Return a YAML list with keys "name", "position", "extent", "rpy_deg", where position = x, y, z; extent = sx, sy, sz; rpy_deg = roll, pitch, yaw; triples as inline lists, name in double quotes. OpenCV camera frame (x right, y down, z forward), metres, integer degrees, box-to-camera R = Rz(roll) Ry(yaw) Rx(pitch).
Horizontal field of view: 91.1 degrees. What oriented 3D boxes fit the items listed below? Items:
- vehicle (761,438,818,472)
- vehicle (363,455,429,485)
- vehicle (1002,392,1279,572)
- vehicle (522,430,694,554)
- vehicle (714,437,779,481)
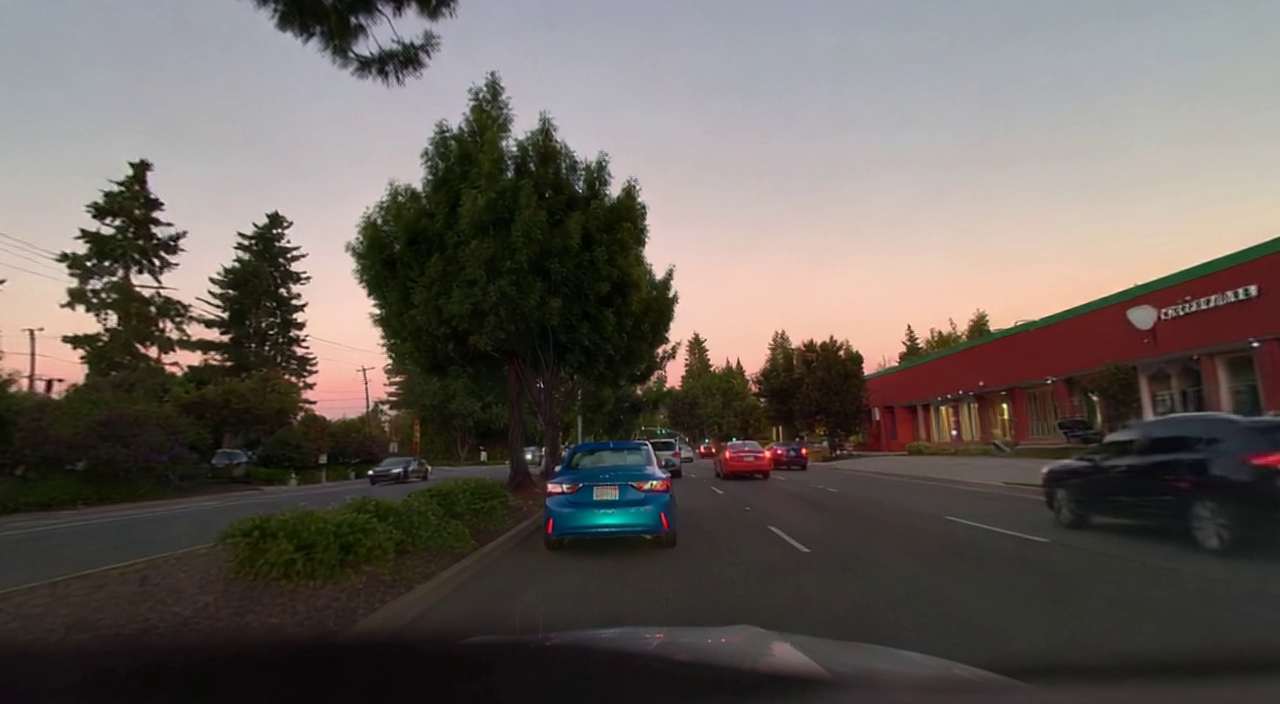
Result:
- name: "vehicle"
  position: [8.108, 5.637, 34.520]
  extent: [2.064, 1.747, 4.372]
  rpy_deg: [0, -8, 1]
- name: "vehicle"
  position: [-13.538, 6.554, 35.165]
  extent: [1.900, 1.508, 4.459]
  rpy_deg: [0, -8, 0]
- name: "vehicle"
  position: [7.625, 1.664, 8.687]
  extent: [2.165, 1.806, 5.243]
  rpy_deg: [0, -8, 1]
- name: "vehicle"
  position: [-0.357, 2.023, 9.791]
  extent: [2.111, 1.506, 4.018]
  rpy_deg: [0, -8, 1]
- name: "vehicle"
  position: [4.271, 4.367, 25.828]
  extent: [1.971, 1.637, 4.317]
  rpy_deg: [0, -8, 1]
